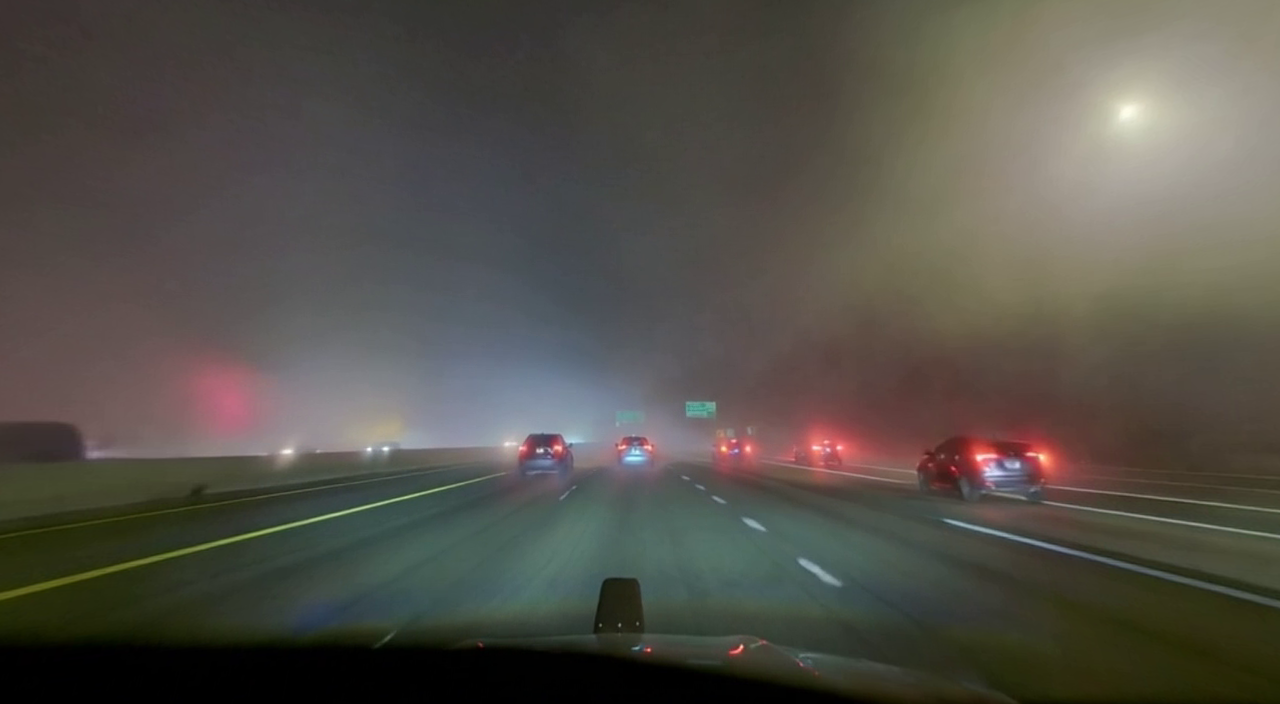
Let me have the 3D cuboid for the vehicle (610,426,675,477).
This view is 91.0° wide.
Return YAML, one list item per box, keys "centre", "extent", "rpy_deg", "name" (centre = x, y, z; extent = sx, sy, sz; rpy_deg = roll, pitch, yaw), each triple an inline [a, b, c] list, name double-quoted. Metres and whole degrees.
- centre: [0.091, 3.671, 23.344]
  extent: [2.181, 1.728, 3.970]
  rpy_deg: [0, -9, 0]
  name: "vehicle"

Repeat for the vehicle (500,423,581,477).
- centre: [-3.558, 3.644, 23.534]
  extent: [2.199, 1.777, 4.790]
  rpy_deg: [0, -9, 1]
  name: "vehicle"

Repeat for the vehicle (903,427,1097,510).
- centre: [7.724, 2.527, 14.074]
  extent: [1.989, 1.569, 3.964]
  rpy_deg: [0, -9, 0]
  name: "vehicle"

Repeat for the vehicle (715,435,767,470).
- centre: [5.189, 5.254, 32.913]
  extent: [2.022, 1.682, 4.226]
  rpy_deg: [0, -9, 1]
  name: "vehicle"

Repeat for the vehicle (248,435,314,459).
- centre: [-25.531, 6.812, 44.937]
  extent: [1.943, 1.603, 4.592]
  rpy_deg: [0, -9, 1]
  name: "vehicle"

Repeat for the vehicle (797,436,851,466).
- centre: [11.491, 6.235, 39.596]
  extent: [2.010, 1.765, 4.375]
  rpy_deg: [0, -9, -1]
  name: "vehicle"
